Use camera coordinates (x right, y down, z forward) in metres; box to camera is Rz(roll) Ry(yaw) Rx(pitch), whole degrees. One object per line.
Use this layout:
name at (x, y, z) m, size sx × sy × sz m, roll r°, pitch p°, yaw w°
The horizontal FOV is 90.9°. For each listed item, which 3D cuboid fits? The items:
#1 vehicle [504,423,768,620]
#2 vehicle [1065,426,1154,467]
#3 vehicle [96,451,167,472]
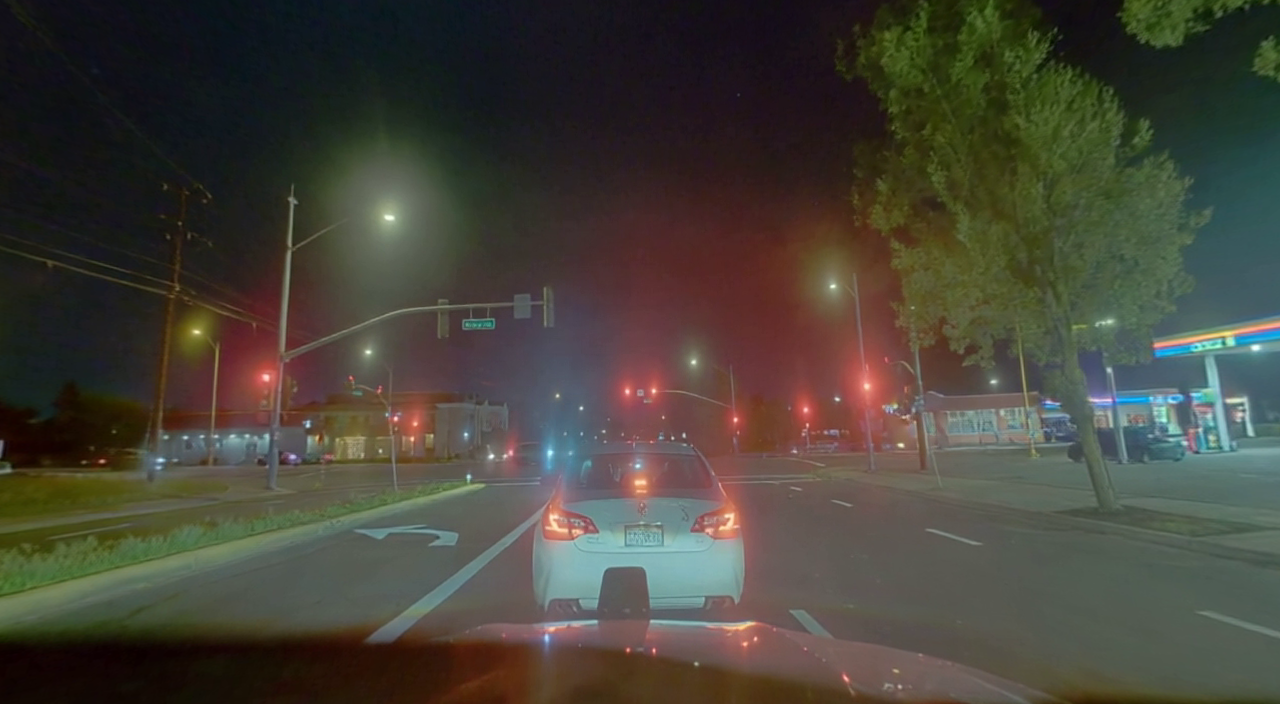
vehicle at (-0.039, 1.595, 6.911) m, size 2.010 × 1.482 × 4.057 m, roll 0°, pitch -8°, yaw 0°
vehicle at (18.566, 3.718, 24.859) m, size 4.091 × 1.495 × 2.053 m, roll 8°, pitch -12°, yaw -44°
vehicle at (-38.615, 8.299, 47.915) m, size 3.975 × 1.563 × 1.755 m, roll -1°, pitch -8°, yaw 5°
